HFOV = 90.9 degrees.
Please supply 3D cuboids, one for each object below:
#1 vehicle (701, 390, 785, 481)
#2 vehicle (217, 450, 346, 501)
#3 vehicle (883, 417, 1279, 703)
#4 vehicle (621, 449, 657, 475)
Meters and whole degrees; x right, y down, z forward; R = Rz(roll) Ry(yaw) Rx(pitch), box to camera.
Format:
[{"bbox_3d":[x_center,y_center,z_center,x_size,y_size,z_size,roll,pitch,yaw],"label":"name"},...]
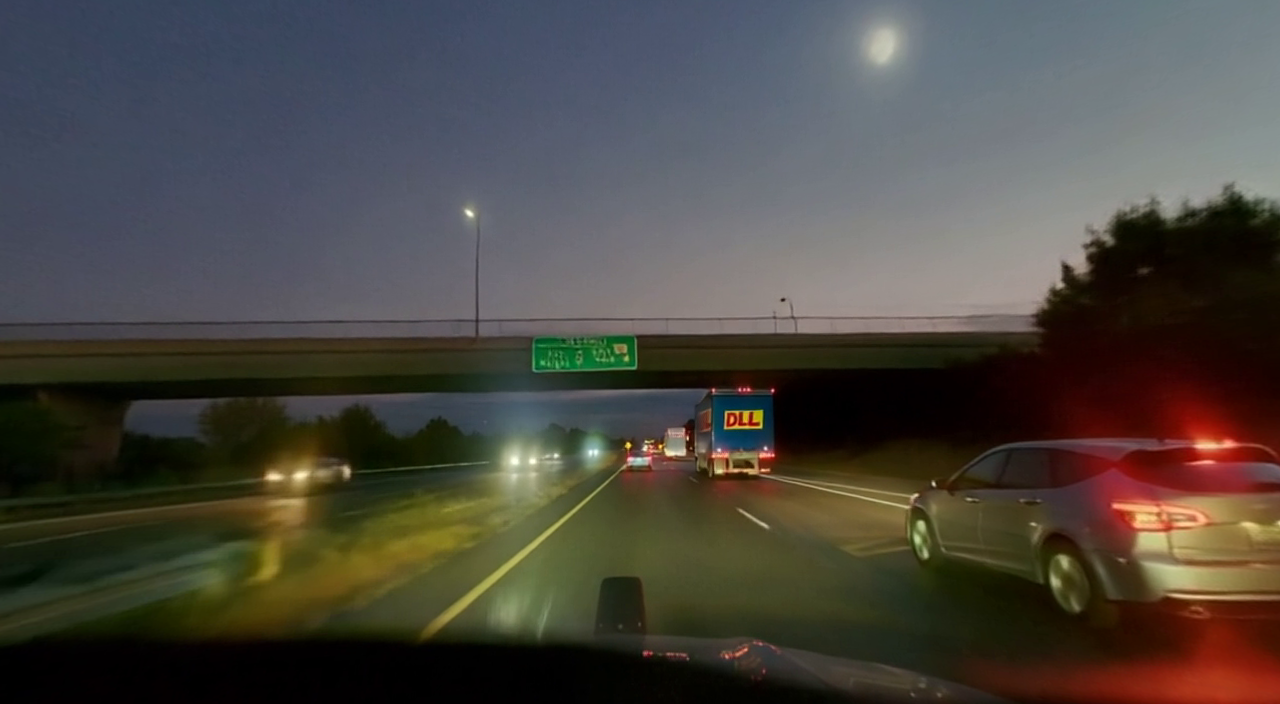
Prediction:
[{"bbox_3d":[4.947,4.322,32.121,2.838,3.985,8.010,0,-9,0],"label":"vehicle"},{"bbox_3d":[-13.074,4.497,23.417,2.029,1.656,4.587,-1,-9,1],"label":"vehicle"},{"bbox_3d":[3.741,1.358,5.082,1.894,1.452,4.164,0,-9,0],"label":"vehicle"},{"bbox_3d":[-0.052,6.706,38.640,2.055,1.445,3.661,0,-9,0],"label":"vehicle"}]
